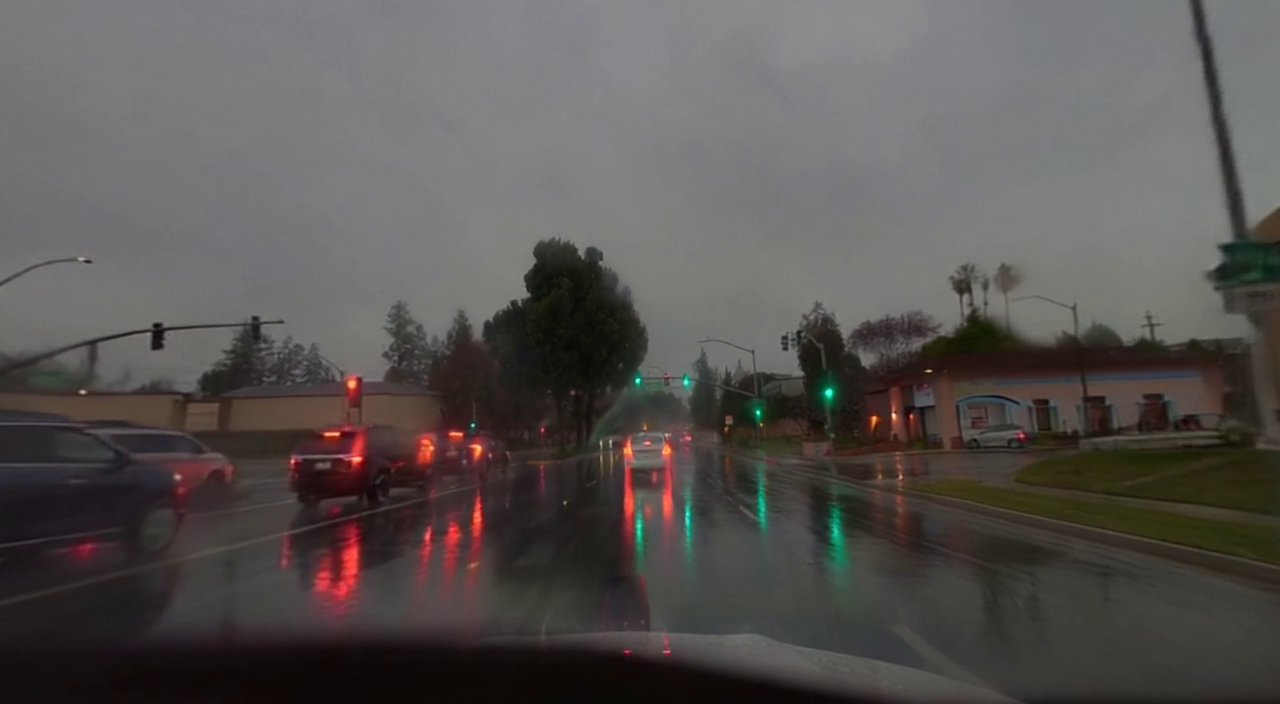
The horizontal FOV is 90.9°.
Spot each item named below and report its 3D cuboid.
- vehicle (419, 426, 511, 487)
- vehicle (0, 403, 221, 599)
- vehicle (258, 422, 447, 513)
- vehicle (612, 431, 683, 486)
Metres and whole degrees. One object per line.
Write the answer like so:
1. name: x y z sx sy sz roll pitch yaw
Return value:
1. vehicle: -6.543 3.987 24.275 2.316 2.014 5.215 -1 -9 -4
2. vehicle: -6.944 1.460 6.318 1.951 1.809 4.917 0 -9 2
3. vehicle: -6.712 2.754 15.547 2.111 1.864 4.932 -1 -9 3
4. vehicle: 0.291 3.593 21.504 2.197 1.682 3.642 0 -9 2
